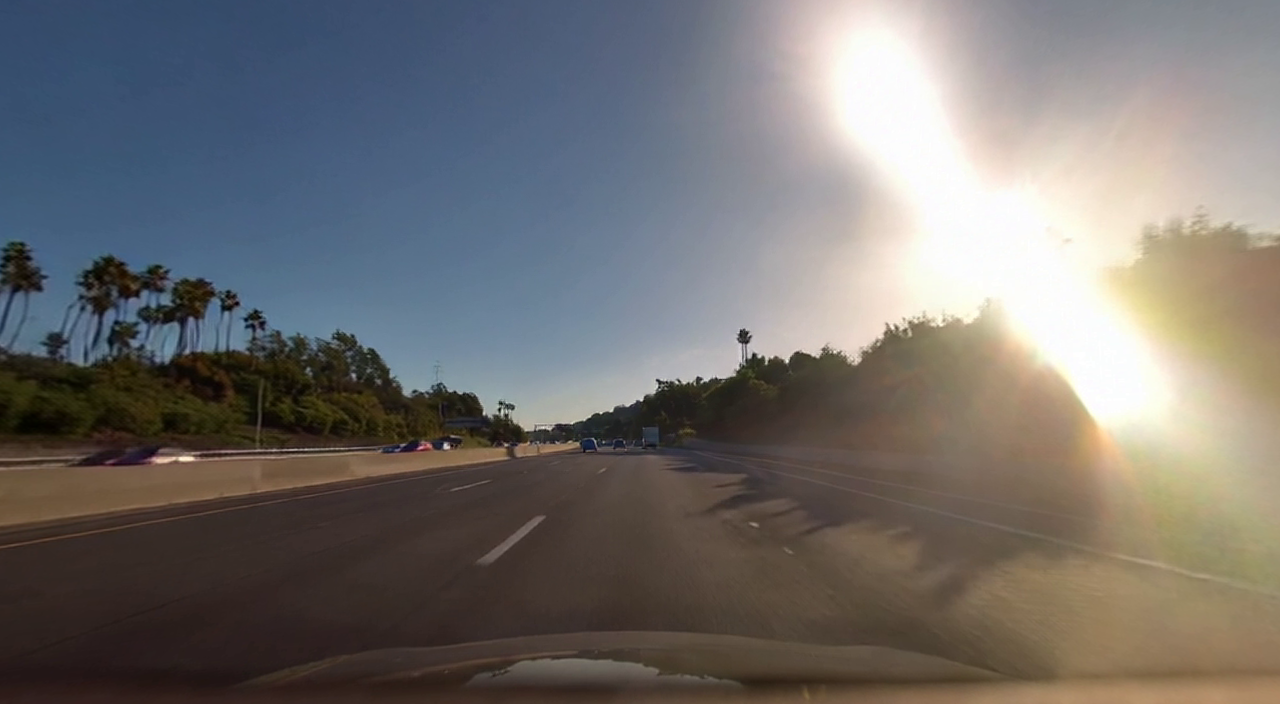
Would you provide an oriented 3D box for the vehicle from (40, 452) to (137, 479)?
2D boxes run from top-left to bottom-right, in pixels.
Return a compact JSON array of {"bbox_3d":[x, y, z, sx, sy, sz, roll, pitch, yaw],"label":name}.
[{"bbox_3d":[-34.400,7.055,39.358,1.877,1.546,4.656,0,-8,0],"label":"vehicle"}]

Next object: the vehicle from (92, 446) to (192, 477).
[{"bbox_3d":[-30.316,6.641,38.435,2.022,1.716,4.899,0,-8,0],"label":"vehicle"}]
